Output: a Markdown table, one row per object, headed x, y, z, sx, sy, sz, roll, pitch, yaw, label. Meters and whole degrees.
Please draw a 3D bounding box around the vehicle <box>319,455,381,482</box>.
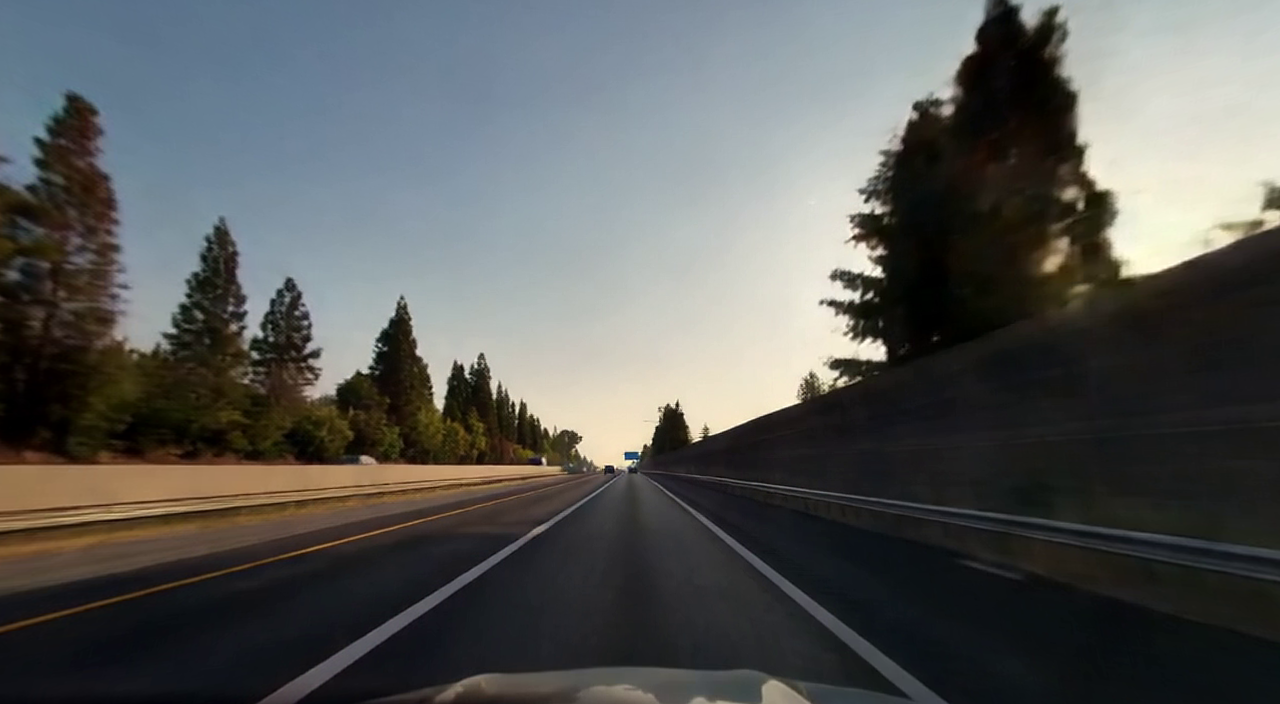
| x | y | z | sx | sy | sz | roll | pitch | yaw | label |
| --- | --- | --- | --- | --- | --- | --- | --- | --- | --- |
| -16.733 | 6.749 | 36.528 | 1.731 | 1.446 | 3.733 | 1 | -10 | 0 | vehicle |
